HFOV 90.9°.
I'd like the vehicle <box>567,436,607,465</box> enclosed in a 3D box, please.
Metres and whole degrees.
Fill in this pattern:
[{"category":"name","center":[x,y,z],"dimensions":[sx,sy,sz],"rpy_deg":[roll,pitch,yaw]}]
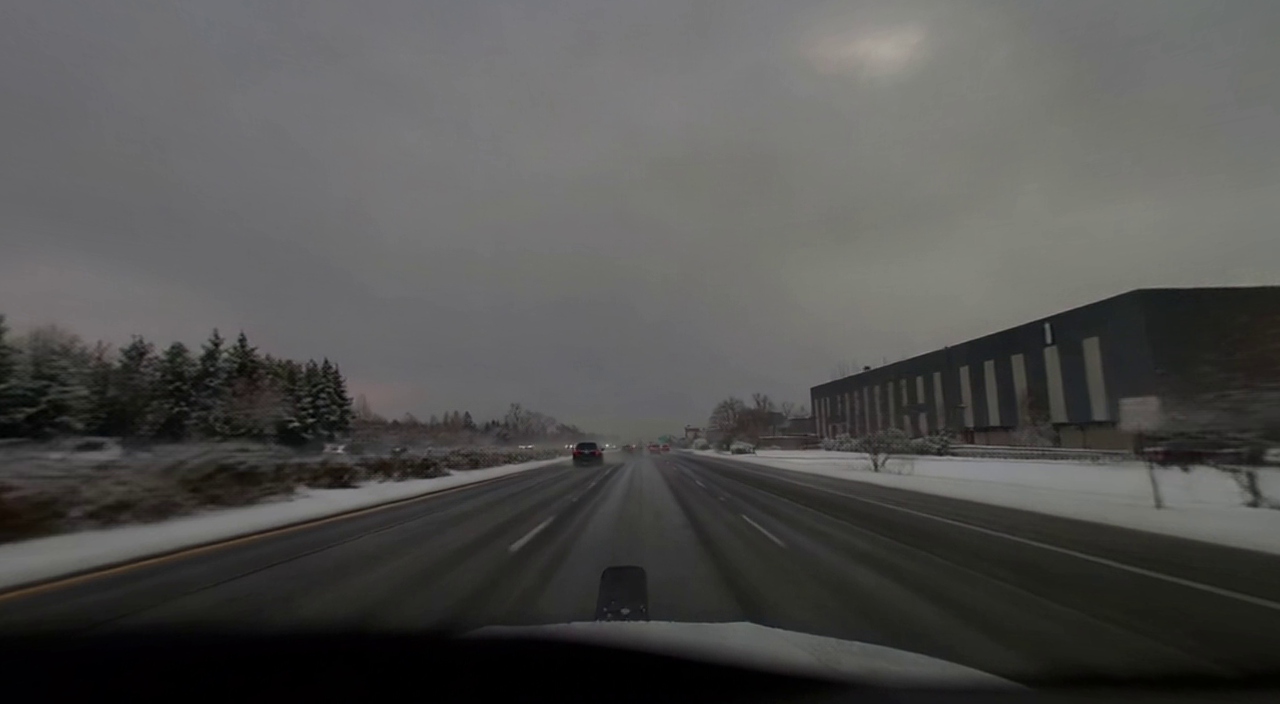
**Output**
[{"category":"vehicle","center":[-3.570,6.751,43.382],"dimensions":[2.218,1.850,4.774],"rpy_deg":[0,-8,1]}]

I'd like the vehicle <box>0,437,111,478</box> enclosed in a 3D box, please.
[{"category":"vehicle","center":[-28.202,4.947,29.855],"dimensions":[1.975,1.771,4.906],"rpy_deg":[0,-8,1]}]
